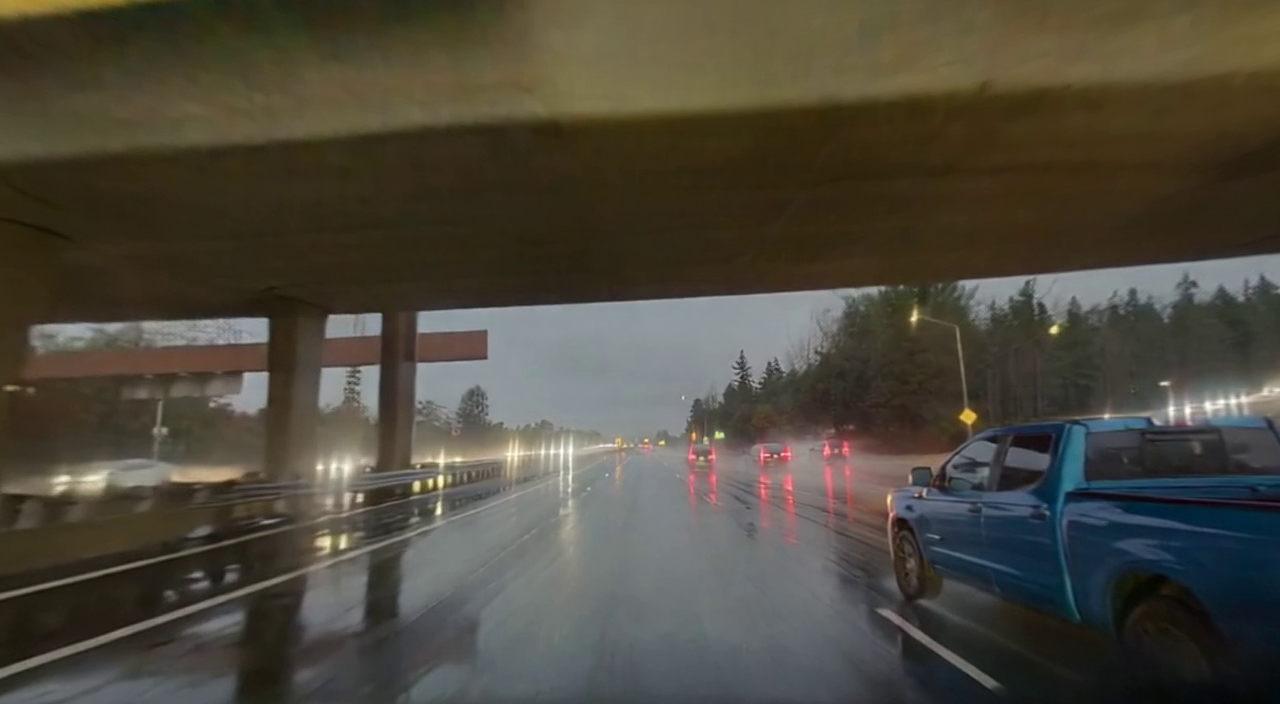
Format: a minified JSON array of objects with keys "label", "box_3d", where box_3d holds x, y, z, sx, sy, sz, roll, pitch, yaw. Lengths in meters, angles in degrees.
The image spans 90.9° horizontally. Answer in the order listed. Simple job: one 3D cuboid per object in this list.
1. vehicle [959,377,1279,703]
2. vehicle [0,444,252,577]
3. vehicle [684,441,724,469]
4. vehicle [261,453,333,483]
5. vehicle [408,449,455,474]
[{"label":"vehicle","box_3d":[3.240,0.805,1.839,2.119,1.524,4.807,0,-8,0]},{"label":"vehicle","box_3d":[-8.052,2.131,9.359,1.920,1.491,4.155,0,-8,0]},{"label":"vehicle","box_3d":[3.934,6.388,39.367,2.014,1.643,4.039,0,-8,-1]},{"label":"vehicle","box_3d":[-22.045,7.441,40.774,1.958,1.738,4.621,0,-8,1]},{"label":"vehicle","box_3d":[-15.182,7.967,46.146,1.923,1.659,4.334,0,-8,1]}]
